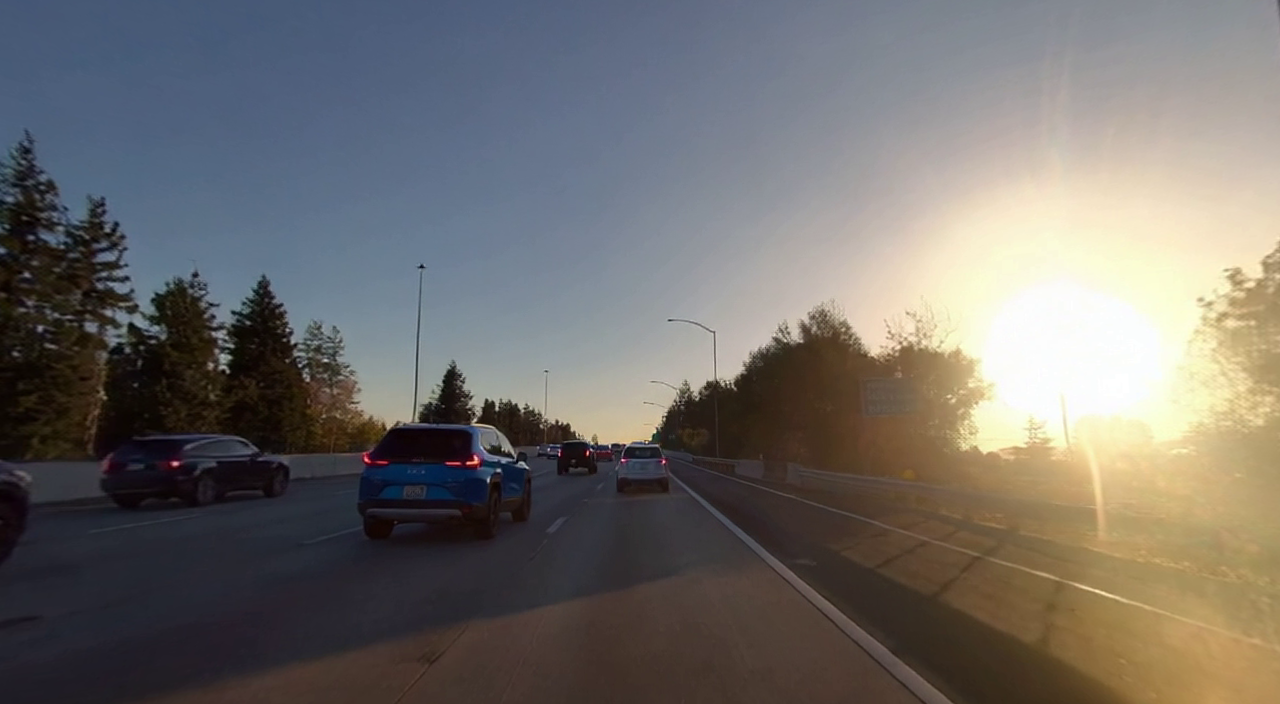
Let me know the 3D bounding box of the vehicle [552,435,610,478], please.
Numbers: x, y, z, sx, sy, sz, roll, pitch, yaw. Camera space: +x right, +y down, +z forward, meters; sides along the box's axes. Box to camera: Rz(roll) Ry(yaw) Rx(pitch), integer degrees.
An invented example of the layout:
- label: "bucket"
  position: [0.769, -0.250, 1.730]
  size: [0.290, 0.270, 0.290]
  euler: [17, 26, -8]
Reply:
- label: "vehicle"
  position: [-2.584, 4.709, 28.564]
  size: [2.125, 1.771, 4.721]
  euler: [0, -9, 0]

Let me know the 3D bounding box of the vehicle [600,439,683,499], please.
- label: "vehicle"
  position: [0.004, 3.239, 17.813]
  size: [2.068, 1.488, 4.045]
  euler: [0, -9, -1]

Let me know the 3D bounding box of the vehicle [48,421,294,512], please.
- label: "vehicle"
  position: [-10.486, 2.597, 14.706]
  size: [2.011, 1.751, 4.712]
  euler: [0, -9, 1]

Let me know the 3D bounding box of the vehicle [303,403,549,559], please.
- label: "vehicle"
  position: [-2.804, 1.812, 9.453]
  size: [2.123, 1.798, 4.108]
  euler: [0, -9, 2]
